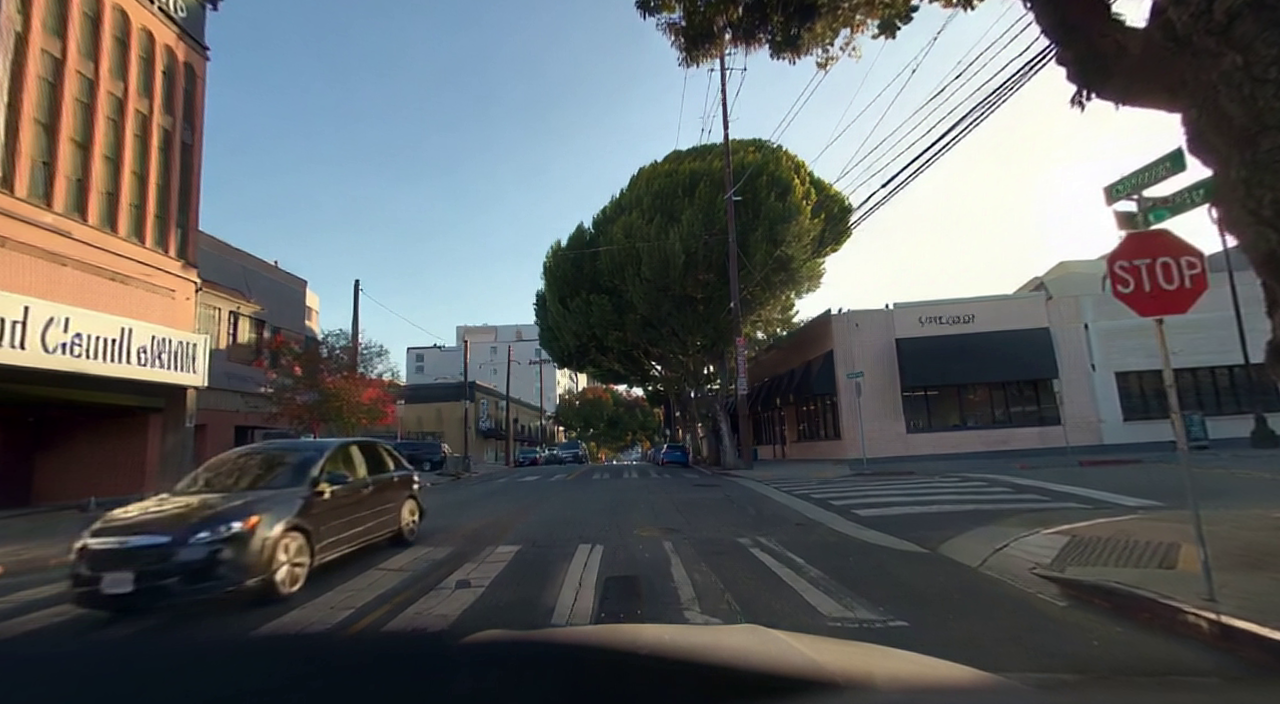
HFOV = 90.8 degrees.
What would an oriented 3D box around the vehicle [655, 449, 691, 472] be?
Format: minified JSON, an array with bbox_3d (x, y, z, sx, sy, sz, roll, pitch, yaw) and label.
[{"bbox_3d":[2.102,7.032,41.259,1.877,1.373,3.854,0,-8,-4],"label":"vehicle"}]

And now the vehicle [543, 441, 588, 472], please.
[{"bbox_3d":[-4.899,6.936,42.186,2.495,1.966,4.846,0,-8,-1],"label":"vehicle"}]

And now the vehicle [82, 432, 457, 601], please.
[{"bbox_3d":[-4.033,1.832,8.086,2.140,1.512,4.536,0,-8,-1],"label":"vehicle"}]
